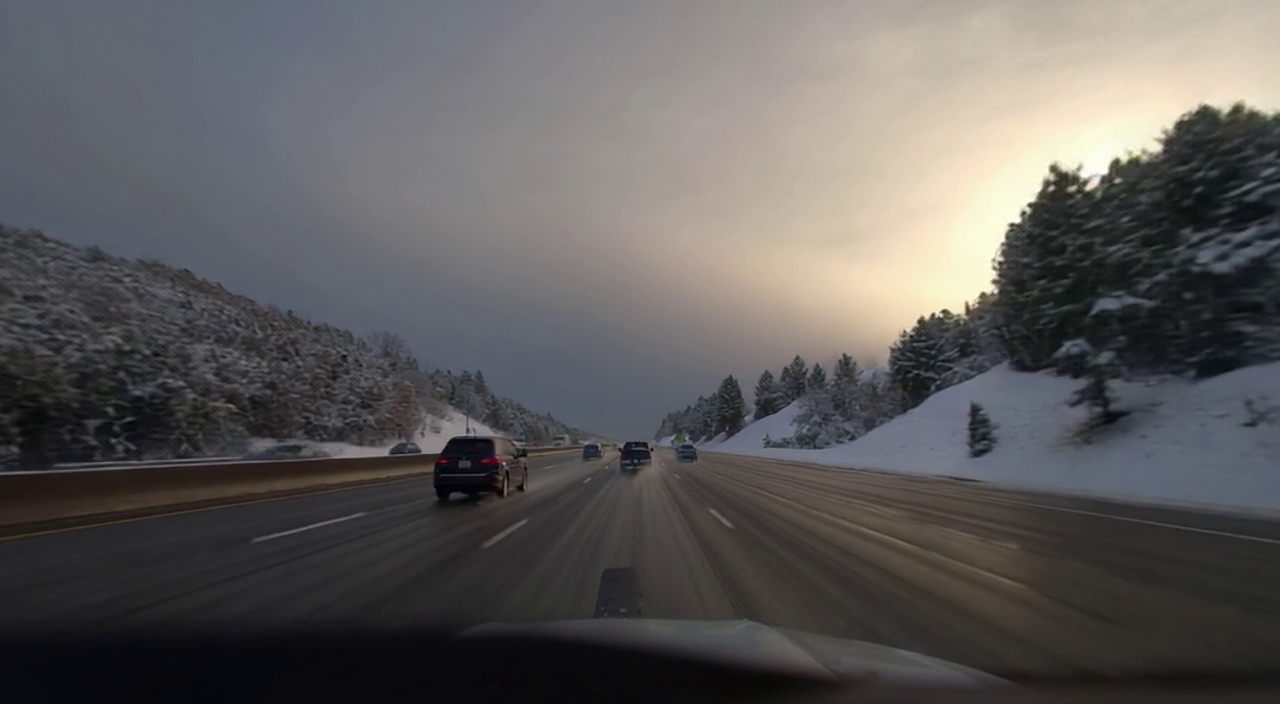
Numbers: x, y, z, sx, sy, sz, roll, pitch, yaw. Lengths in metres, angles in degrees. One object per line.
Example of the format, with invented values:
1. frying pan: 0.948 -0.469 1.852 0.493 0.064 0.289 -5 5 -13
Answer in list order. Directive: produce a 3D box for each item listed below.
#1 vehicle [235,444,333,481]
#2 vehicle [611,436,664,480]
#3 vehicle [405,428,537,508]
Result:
1. vehicle: -15.858 4.918 28.365 1.819 1.494 4.366 0 -8 1
2. vehicle: -0.083 4.503 27.028 2.086 1.685 4.206 0 -8 0
3. vehicle: -3.969 2.796 15.644 2.076 1.690 4.113 0 -8 1
